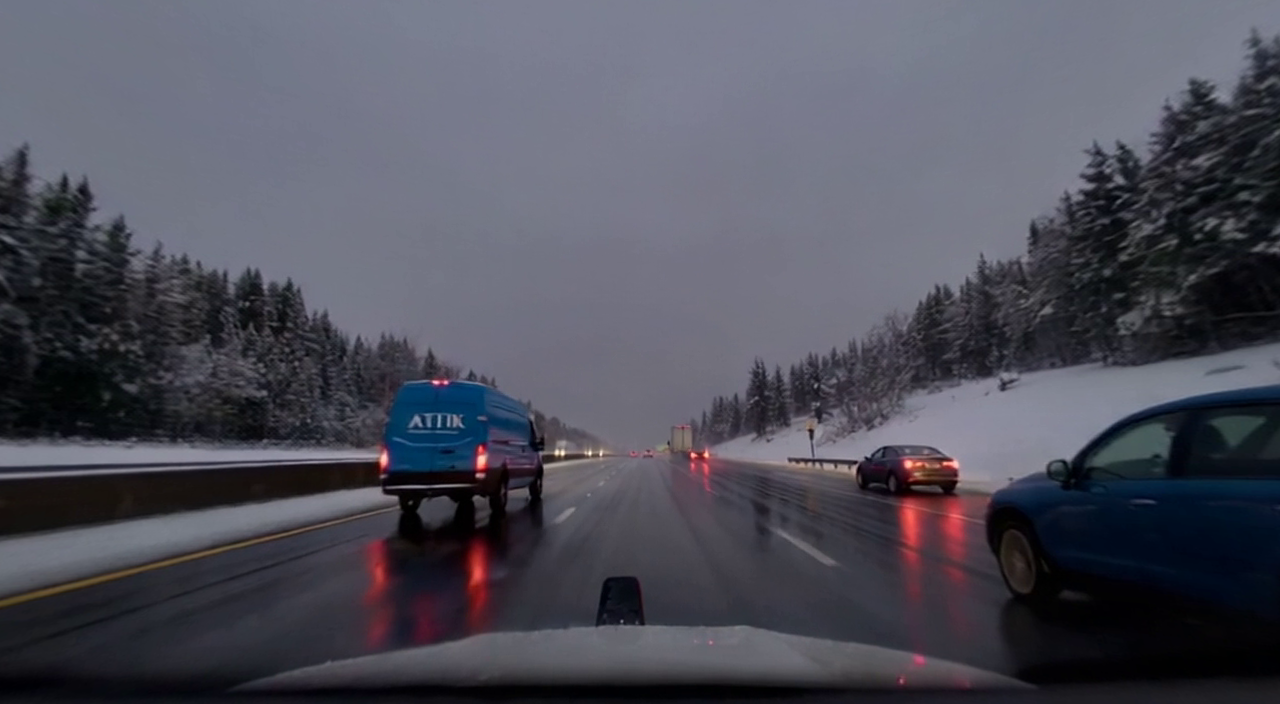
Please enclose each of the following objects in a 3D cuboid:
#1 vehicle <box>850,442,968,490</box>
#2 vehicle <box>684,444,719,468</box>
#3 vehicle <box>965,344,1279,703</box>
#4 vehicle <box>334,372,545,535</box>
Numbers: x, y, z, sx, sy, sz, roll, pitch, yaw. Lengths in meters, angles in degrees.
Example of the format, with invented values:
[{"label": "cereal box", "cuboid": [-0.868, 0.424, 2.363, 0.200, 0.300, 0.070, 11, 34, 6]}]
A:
[{"label": "vehicle", "cuboid": [9.146, 3.902, 21.940, 1.838, 1.490, 4.460, 0, -9, -4]}, {"label": "vehicle", "cuboid": [4.358, 7.447, 45.272, 2.066, 1.638, 4.158, 0, -9, -1]}, {"label": "vehicle", "cuboid": [3.839, 0.842, 2.926, 2.025, 1.706, 4.797, 0, -9, -1]}, {"label": "vehicle", "cuboid": [-3.797, 2.185, 13.837, 2.380, 2.648, 6.879, 0, -9, 0]}]
